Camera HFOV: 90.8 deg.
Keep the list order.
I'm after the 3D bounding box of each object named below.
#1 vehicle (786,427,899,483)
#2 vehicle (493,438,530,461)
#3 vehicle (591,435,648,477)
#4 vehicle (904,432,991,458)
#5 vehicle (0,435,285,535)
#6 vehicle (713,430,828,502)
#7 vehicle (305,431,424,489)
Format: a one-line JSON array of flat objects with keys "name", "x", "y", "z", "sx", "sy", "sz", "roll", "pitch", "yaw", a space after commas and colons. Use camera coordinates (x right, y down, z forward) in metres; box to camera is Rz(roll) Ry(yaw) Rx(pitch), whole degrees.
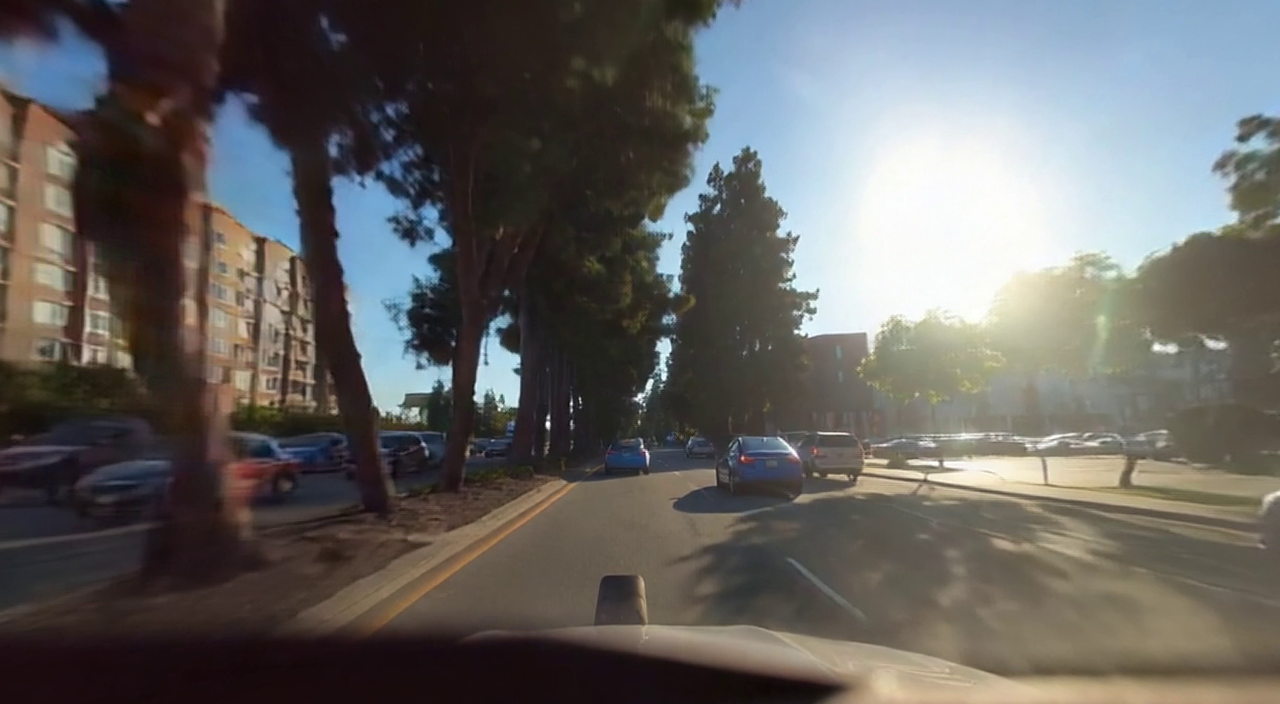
[{"name": "vehicle", "x": 7.195, "y": 3.742, "z": 23.202, "sx": 2.224, "sy": 1.772, "sz": 5.325, "roll": 0, "pitch": -9, "yaw": -2}, {"name": "vehicle", "x": -9.510, "y": 7.232, "z": 47.085, "sx": 1.953, "sy": 1.612, "sz": 4.204, "roll": 0, "pitch": -9, "yaw": 0}, {"name": "vehicle", "x": -0.725, "y": 3.931, "z": 24.069, "sx": 1.994, "sy": 1.479, "sz": 3.647, "roll": 0, "pitch": -8, "yaw": -1}, {"name": "vehicle", "x": 20.528, "y": 6.240, "z": 42.286, "sx": 4.697, "sy": 1.691, "sz": 2.106, "roll": 0, "pitch": -9, "yaw": -1}, {"name": "vehicle", "x": -9.041, "y": 2.334, "z": 11.807, "sx": 2.148, "sy": 1.473, "sz": 4.709, "roll": 0, "pitch": -8, "yaw": -2}, {"name": "vehicle", "x": 2.982, "y": 2.703, "z": 15.296, "sx": 1.852, "sy": 1.498, "sz": 3.825, "roll": 0, "pitch": -8, "yaw": -2}, {"name": "vehicle", "x": -9.035, "y": 3.552, "z": 21.192, "sx": 2.019, "sy": 1.668, "sz": 4.433, "roll": -1, "pitch": -8, "yaw": -1}]
